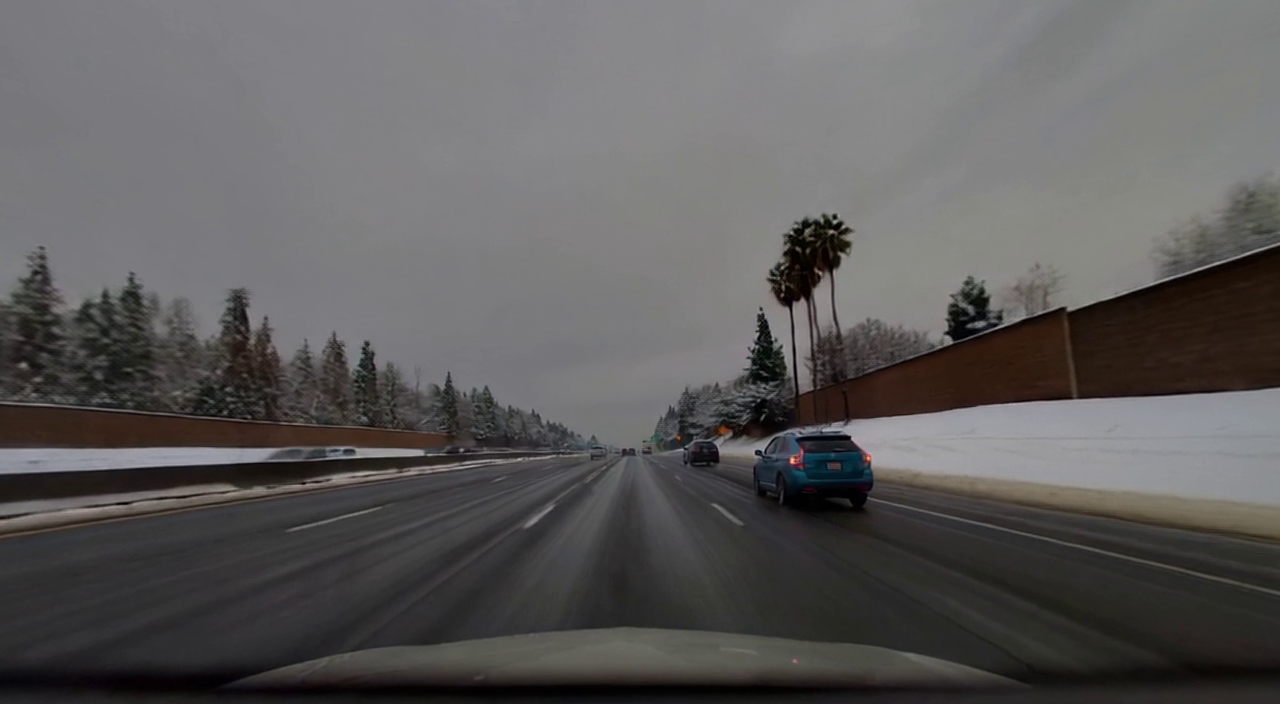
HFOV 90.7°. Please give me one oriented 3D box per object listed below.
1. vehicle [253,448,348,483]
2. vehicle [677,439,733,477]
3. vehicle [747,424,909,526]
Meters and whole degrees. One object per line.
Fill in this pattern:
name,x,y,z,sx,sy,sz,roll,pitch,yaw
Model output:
vehicle,-16.143,5.411,30.453,1.859,1.496,4.829,0,-8,0
vehicle,2.982,4.986,30.016,2.045,1.688,4.313,0,-8,-2
vehicle,3.528,2.378,12.805,1.910,1.696,4.187,0,-8,-1
